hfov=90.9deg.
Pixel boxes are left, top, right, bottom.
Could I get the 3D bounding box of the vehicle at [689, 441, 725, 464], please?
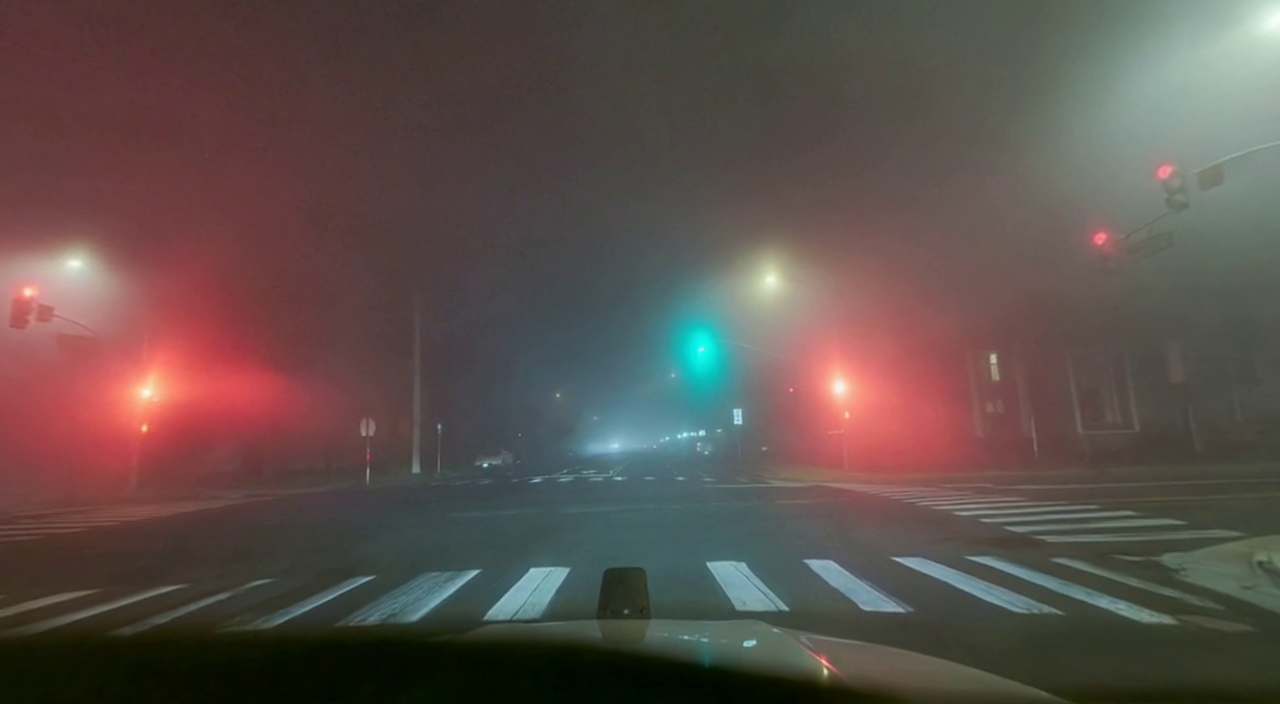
[{"bbox_3d":[4.517,6.801,42.782,1.987,1.466,4.389,0,-8,0],"label":"vehicle"}]
